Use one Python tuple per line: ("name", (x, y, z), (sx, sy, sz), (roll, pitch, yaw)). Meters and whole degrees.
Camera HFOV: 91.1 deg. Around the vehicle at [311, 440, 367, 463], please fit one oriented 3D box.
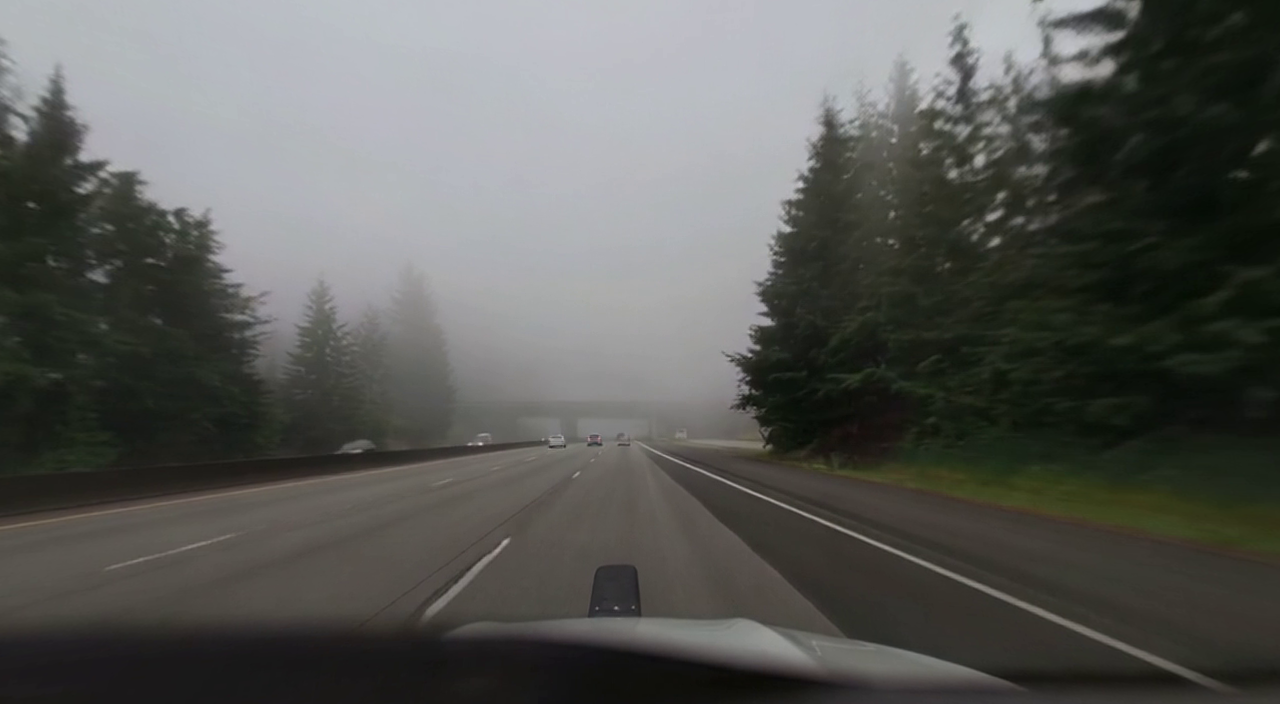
("vehicle", (-20.851, 6.903, 43.737), (1.848, 1.457, 4.428), (0, -8, -2))
